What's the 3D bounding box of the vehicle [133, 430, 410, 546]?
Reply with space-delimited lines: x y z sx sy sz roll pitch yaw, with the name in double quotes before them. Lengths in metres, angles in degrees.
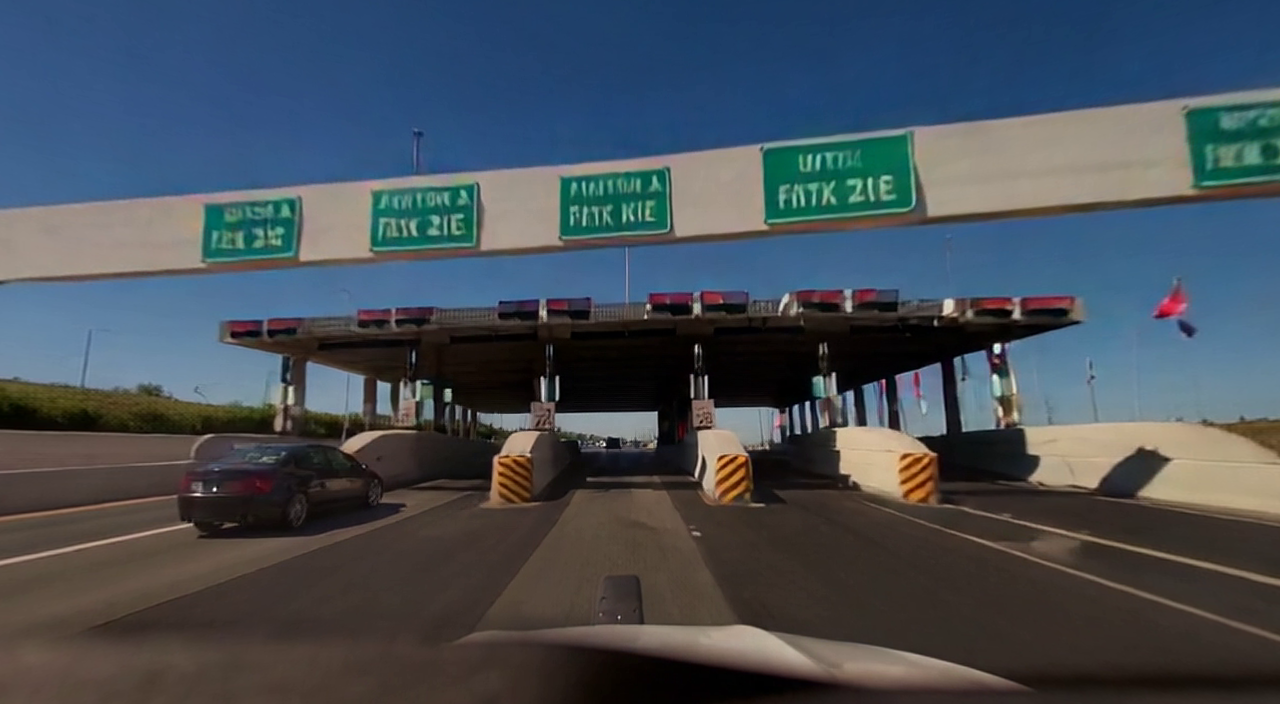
"vehicle" -5.512 2.053 10.303 1.981 1.465 4.334 0 -8 -1
